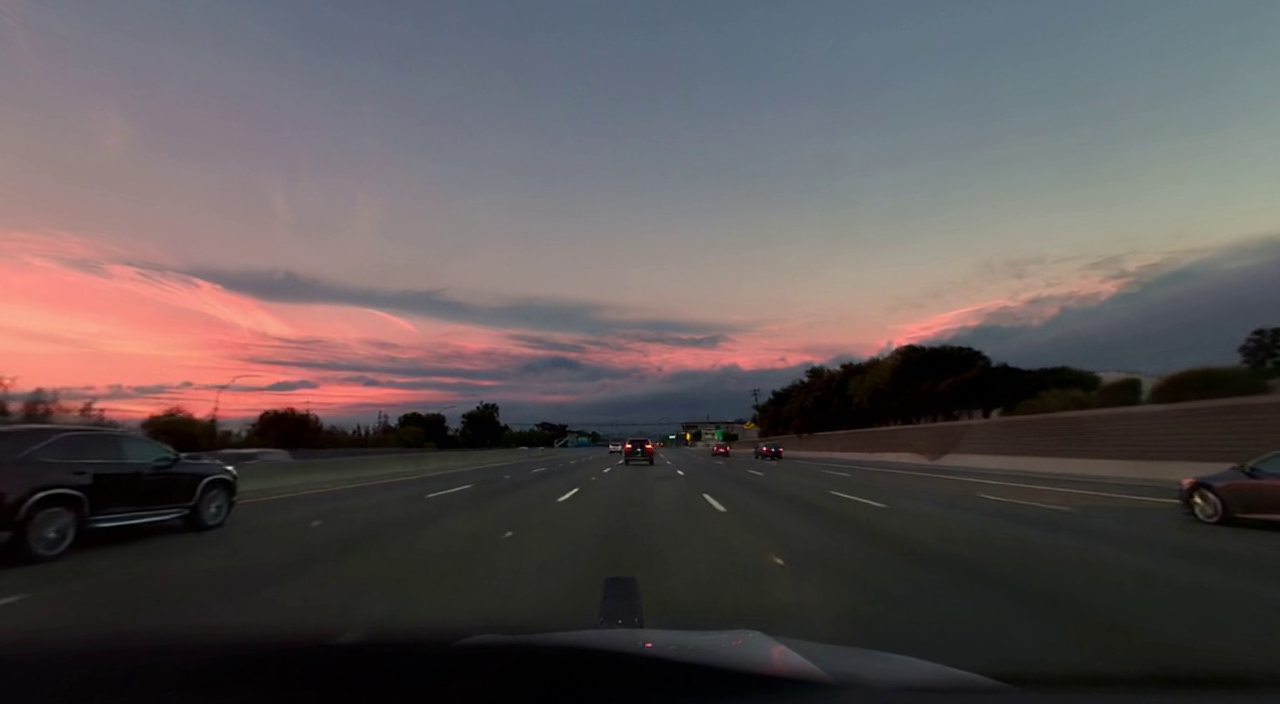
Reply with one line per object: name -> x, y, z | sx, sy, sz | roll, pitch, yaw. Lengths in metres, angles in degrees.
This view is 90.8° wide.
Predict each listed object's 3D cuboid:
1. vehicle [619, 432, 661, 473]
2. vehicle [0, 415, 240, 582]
vehicle -> 0.038, 4.921, 31.016 | 1.893, 1.827, 4.513 | 0, -8, 1
vehicle -> -6.928, 1.548, 7.128 | 1.967, 1.538, 4.295 | 0, -8, 0
